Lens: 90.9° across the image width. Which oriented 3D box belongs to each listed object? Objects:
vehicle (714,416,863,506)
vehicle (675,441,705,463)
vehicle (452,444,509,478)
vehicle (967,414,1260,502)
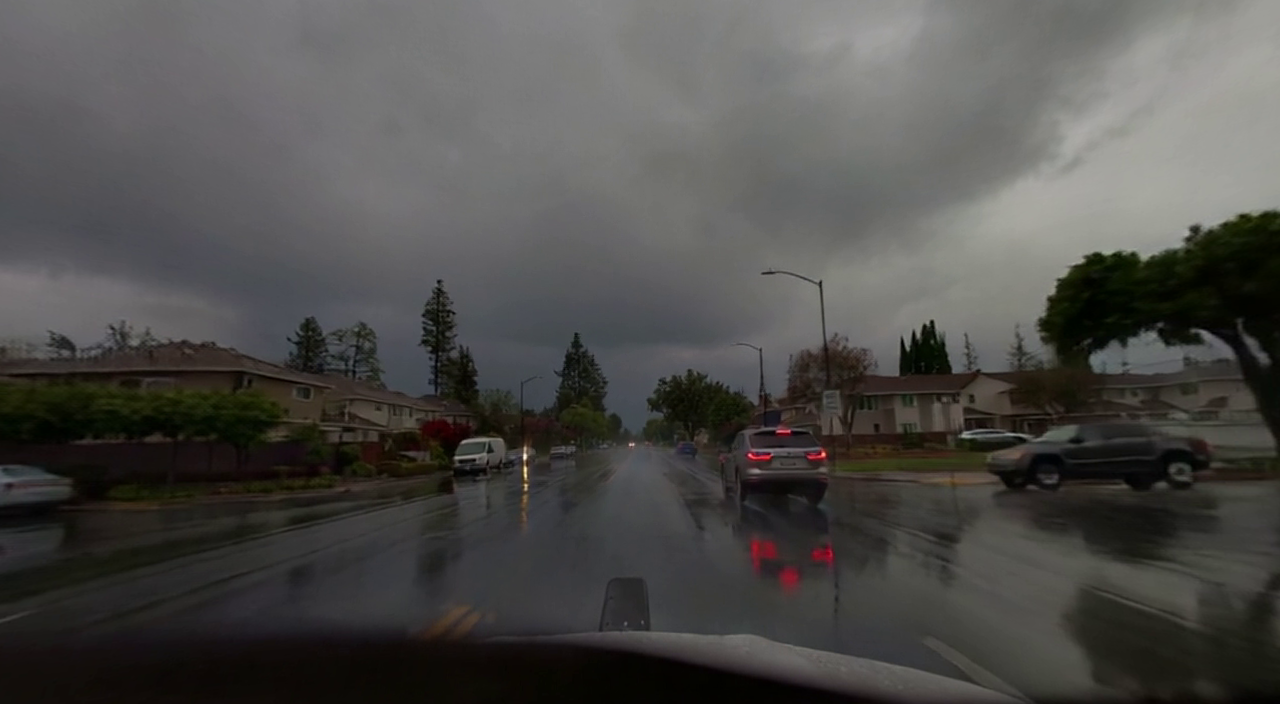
[{"bbox_3d":[3.519,2.760,16.450,2.497,1.889,5.833,-1,-8,0],"label":"vehicle"},{"bbox_3d":[3.545,7.192,45.386,1.956,1.492,4.425,-1,-8,2],"label":"vehicle"},{"bbox_3d":[-10.291,7.040,41.118,2.261,1.851,5.724,-5,-8,-1],"label":"vehicle"},{"bbox_3d":[11.514,2.588,15.636,5.539,1.729,2.145,-3,-8,-3],"label":"vehicle"}]
